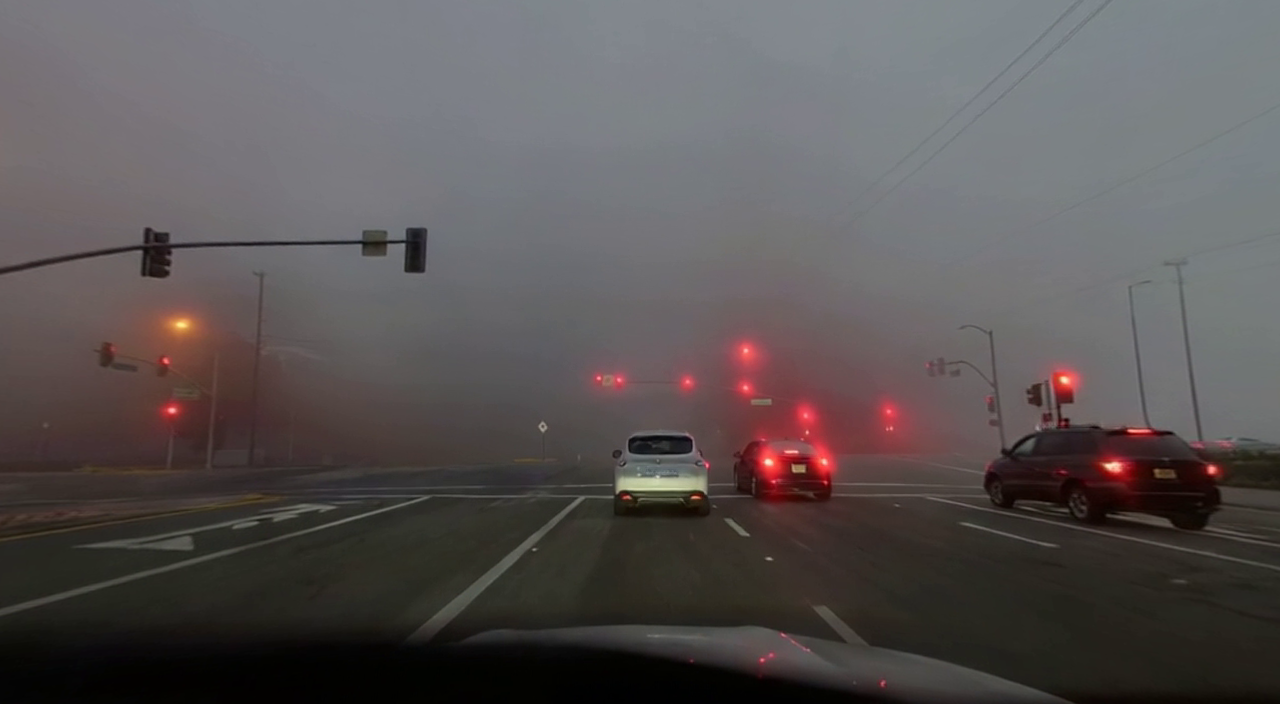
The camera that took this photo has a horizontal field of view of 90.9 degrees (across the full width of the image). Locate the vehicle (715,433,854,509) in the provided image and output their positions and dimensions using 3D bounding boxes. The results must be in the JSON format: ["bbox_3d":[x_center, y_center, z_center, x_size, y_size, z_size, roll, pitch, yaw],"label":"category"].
[{"bbox_3d":[3.001,2.571,14.083,1.994,1.436,4.169,0,-8,-2],"label":"vehicle"}]

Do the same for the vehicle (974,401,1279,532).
[{"bbox_3d":[8.507,2.012,11.635,2.132,1.892,4.851,0,-8,2],"label":"vehicle"}]

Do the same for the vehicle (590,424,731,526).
[{"bbox_3d":[0.289,2.188,11.801,2.099,1.516,4.681,0,-8,0],"label":"vehicle"}]
